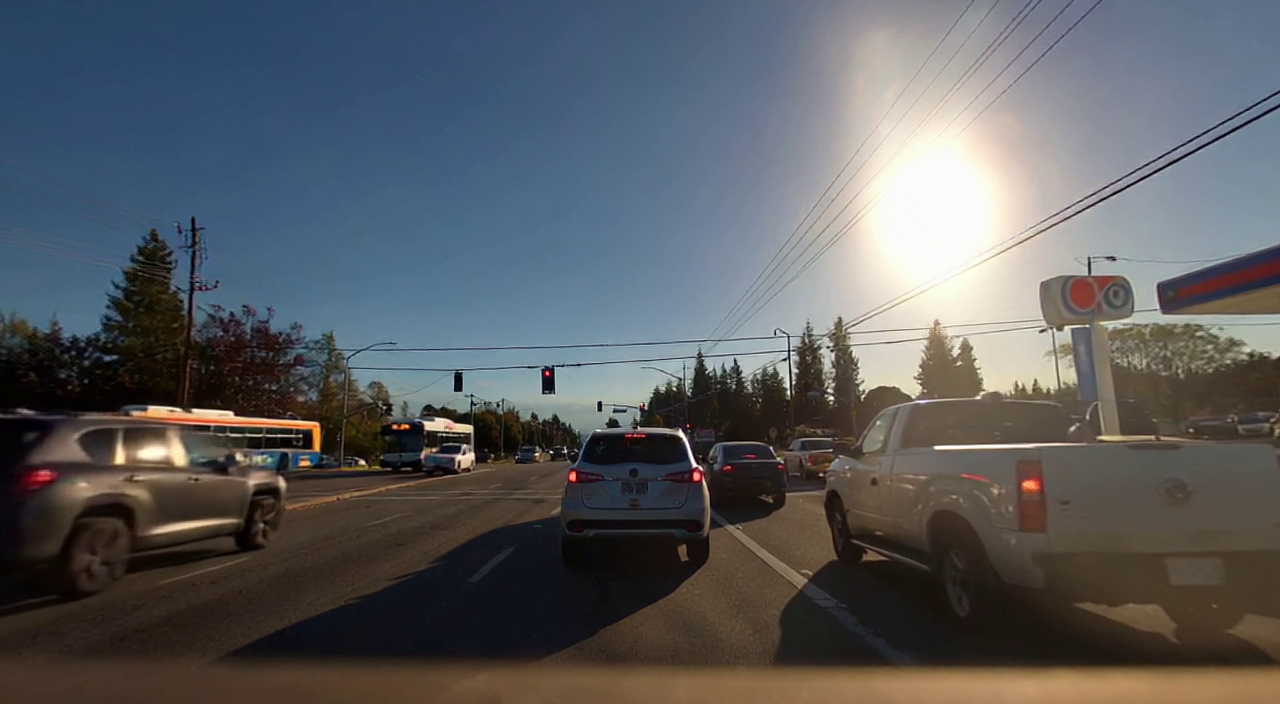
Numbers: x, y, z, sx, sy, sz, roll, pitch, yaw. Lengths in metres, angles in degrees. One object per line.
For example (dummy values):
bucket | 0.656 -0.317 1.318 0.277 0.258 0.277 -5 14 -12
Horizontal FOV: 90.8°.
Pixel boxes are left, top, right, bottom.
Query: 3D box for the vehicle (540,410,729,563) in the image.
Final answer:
vehicle | -0.108 1.799 9.106 2.087 1.677 4.053 0 -9 -1

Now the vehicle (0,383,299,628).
vehicle | -5.874 1.387 6.327 2.190 1.795 4.993 0 -9 -1

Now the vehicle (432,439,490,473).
vehicle | -10.495 6.111 37.430 2.163 1.812 4.686 -2 -8 -1

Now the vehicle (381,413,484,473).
vehicle | -13.871 6.356 43.802 3.031 3.513 12.586 0 -9 -1

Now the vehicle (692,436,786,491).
vehicle | 2.879 3.361 19.397 2.040 1.481 4.407 0 -9 -2

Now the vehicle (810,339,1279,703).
vehicle | 3.072 1.144 5.262 2.049 1.813 4.245 0 -9 -1
